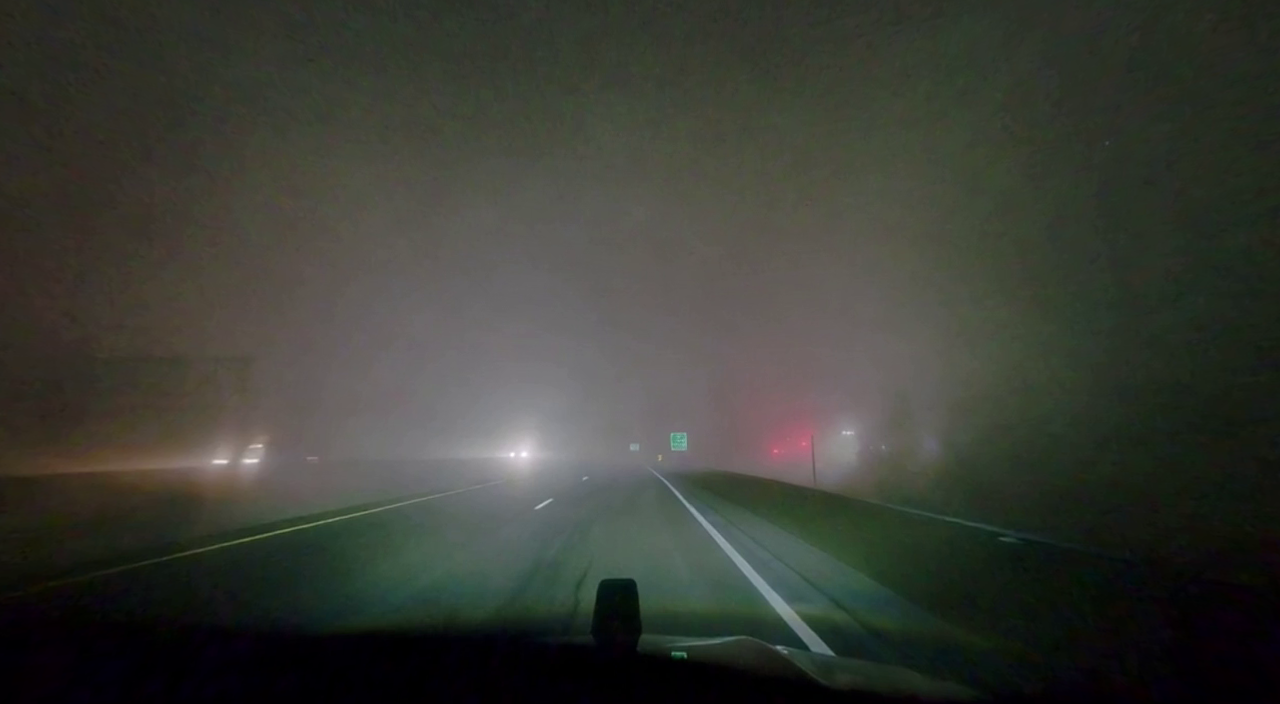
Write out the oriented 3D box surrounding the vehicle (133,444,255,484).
[{"bbox_3d":[-17.858,4.497,25.472,1.842,1.446,4.224,0,-9,0],"label":"vehicle"}]
